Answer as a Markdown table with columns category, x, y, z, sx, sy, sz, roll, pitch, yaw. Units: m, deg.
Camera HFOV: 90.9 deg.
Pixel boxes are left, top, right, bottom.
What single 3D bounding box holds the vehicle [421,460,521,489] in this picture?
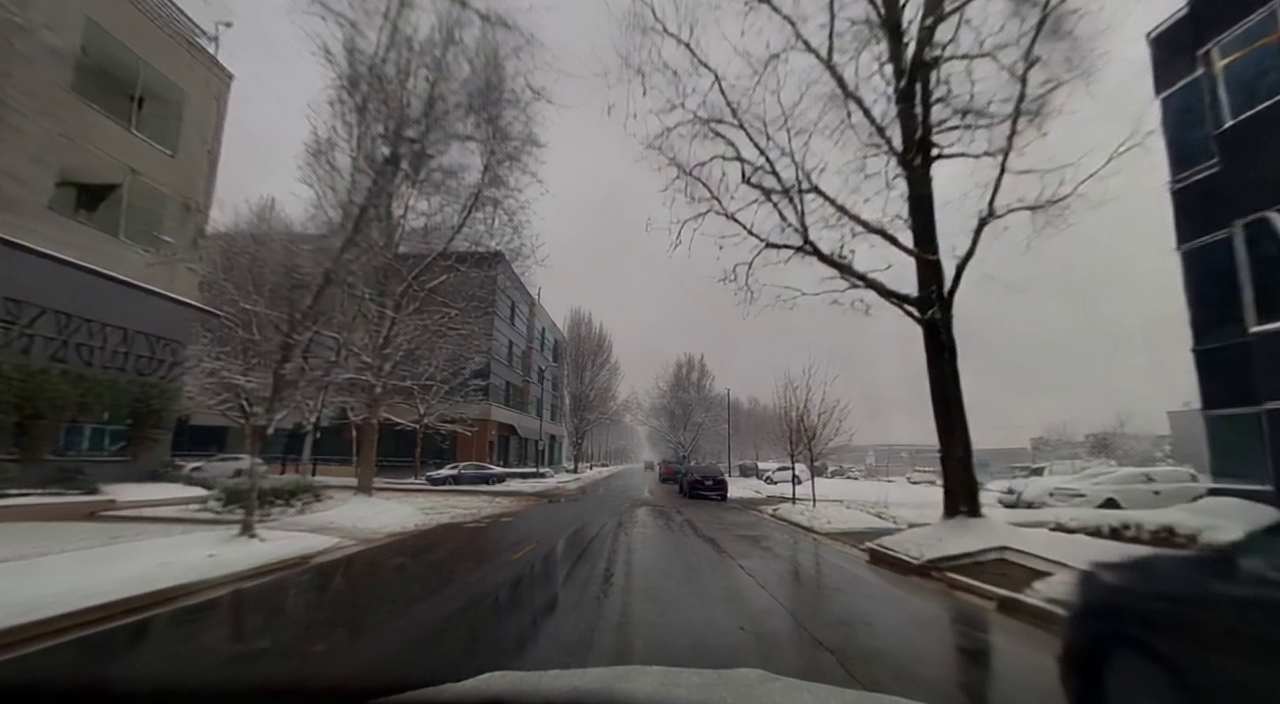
| category | x | y | z | sx | sy | sz | roll | pitch | yaw |
| --- | --- | --- | --- | --- | --- | --- | --- | --- | --- |
| vehicle | -9.107 | 6.657 | 34.234 | 4.770 | 1.448 | 1.983 | 9 | -14 | -38 |

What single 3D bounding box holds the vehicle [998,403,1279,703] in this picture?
| category | x | y | z | sx | sy | sz | roll | pitch | yaw |
| --- | --- | --- | --- | --- | --- | --- | --- | --- | --- |
| vehicle | 2.826 | 0.855 | 0.969 | 1.962 | 1.627 | 4.371 | 2 | -10 | 0 |

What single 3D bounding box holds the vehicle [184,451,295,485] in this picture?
| category | x | y | z | sx | sy | sz | roll | pitch | yaw |
| --- | --- | --- | --- | --- | --- | --- | --- | --- | --- |
| vehicle | -19.963 | 5.834 | 31.534 | 4.118 | 1.482 | 1.889 | 2 | -12 | 0 |

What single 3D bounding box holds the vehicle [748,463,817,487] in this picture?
| category | x | y | z | sx | sy | sz | roll | pitch | yaw |
| --- | --- | --- | --- | --- | --- | --- | --- | --- | --- |
| vehicle | 10.790 | 9.369 | 47.903 | 4.782 | 1.698 | 1.882 | 1 | -11 | -2 |

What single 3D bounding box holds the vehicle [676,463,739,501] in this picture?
| category | x | y | z | sx | sy | sz | roll | pitch | yaw |
| --- | --- | --- | --- | --- | --- | --- | --- | --- | --- |
| vehicle | 2.710 | 5.395 | 26.316 | 2.073 | 1.434 | 3.899 | 1 | -11 | -2 |
